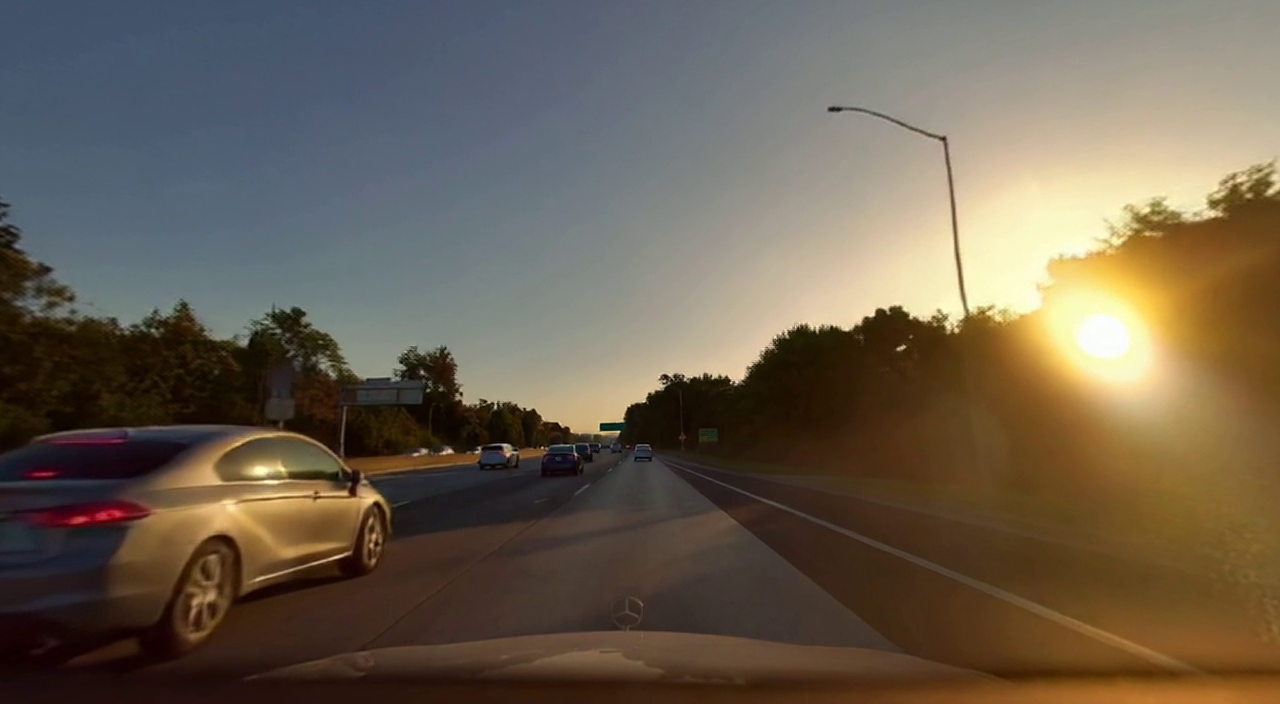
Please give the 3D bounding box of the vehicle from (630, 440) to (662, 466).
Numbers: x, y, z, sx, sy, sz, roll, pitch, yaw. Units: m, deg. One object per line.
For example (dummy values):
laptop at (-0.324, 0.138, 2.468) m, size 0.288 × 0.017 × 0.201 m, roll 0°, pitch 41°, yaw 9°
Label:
vehicle at (0.474, 7.561, 47.152) m, size 2.285 × 1.797 × 4.478 m, roll 0°, pitch -8°, yaw 0°

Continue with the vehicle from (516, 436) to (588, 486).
vehicle at (-3.177, 4.032, 23.567) m, size 2.056 × 1.679 × 4.204 m, roll 0°, pitch -8°, yaw 1°

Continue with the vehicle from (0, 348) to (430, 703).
vehicle at (-3.492, 1.152, 4.647) m, size 2.040 × 1.672 × 5.122 m, roll 0°, pitch -8°, yaw 1°

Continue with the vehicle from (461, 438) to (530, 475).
vehicle at (-7.199, 5.269, 31.935) m, size 2.134 × 1.715 × 5.231 m, roll 0°, pitch -8°, yaw 1°

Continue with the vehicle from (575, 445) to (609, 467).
vehicle at (-3.304, 7.183, 43.516) m, size 2.055 × 1.431 × 3.921 m, roll 0°, pitch -8°, yaw 0°
